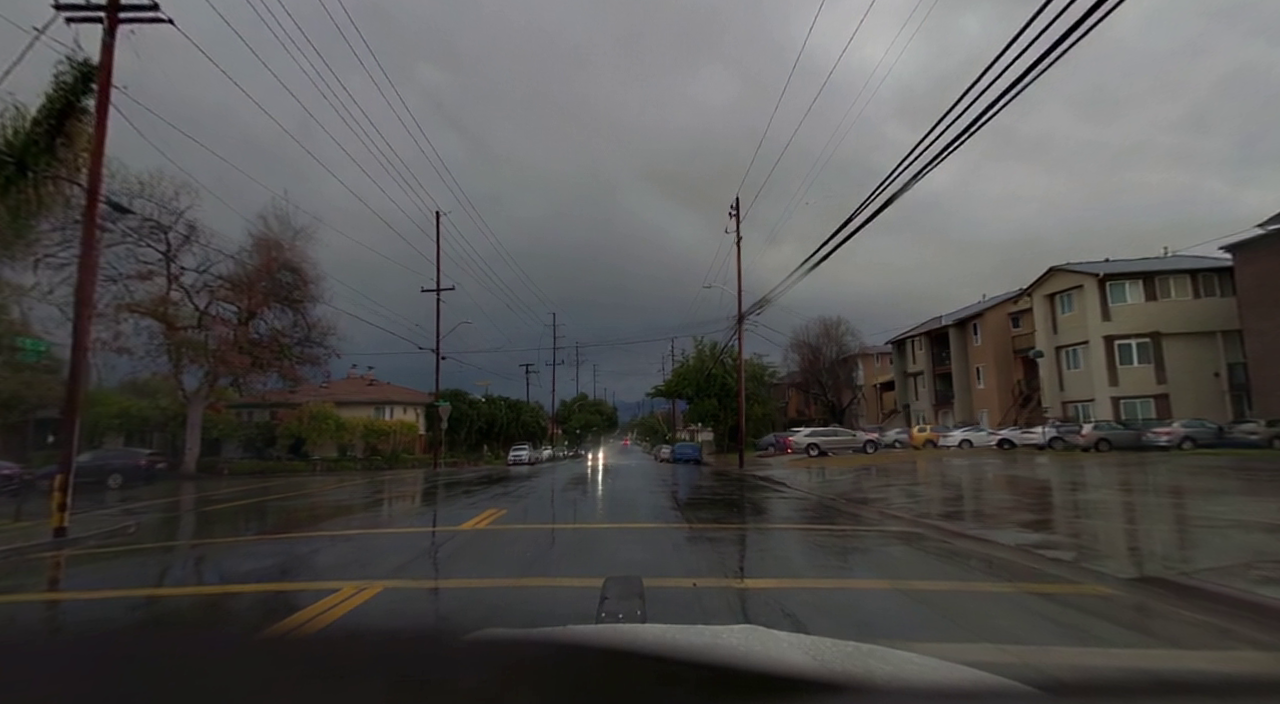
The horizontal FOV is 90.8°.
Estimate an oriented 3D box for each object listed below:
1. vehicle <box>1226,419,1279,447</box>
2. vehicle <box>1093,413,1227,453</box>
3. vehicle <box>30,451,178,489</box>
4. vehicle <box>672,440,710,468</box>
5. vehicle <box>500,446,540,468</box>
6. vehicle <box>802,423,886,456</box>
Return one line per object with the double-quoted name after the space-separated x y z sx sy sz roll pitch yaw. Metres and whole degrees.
33.077 4.297 33.357 3.433 1.389 1.683 3 -8 -22 "vehicle"
22.388 3.519 27.332 4.002 1.505 2.061 -1 -10 -5 "vehicle"
-22.298 4.912 26.397 4.424 1.486 1.814 0 -8 -2 "vehicle"
3.246 6.619 41.161 1.993 1.755 4.256 0 -8 -2 "vehicle"
-8.542 7.471 45.199 2.066 1.472 4.353 0 -8 -1 "vehicle"
11.176 4.792 34.495 4.509 1.664 1.981 6 -10 -35 "vehicle"
